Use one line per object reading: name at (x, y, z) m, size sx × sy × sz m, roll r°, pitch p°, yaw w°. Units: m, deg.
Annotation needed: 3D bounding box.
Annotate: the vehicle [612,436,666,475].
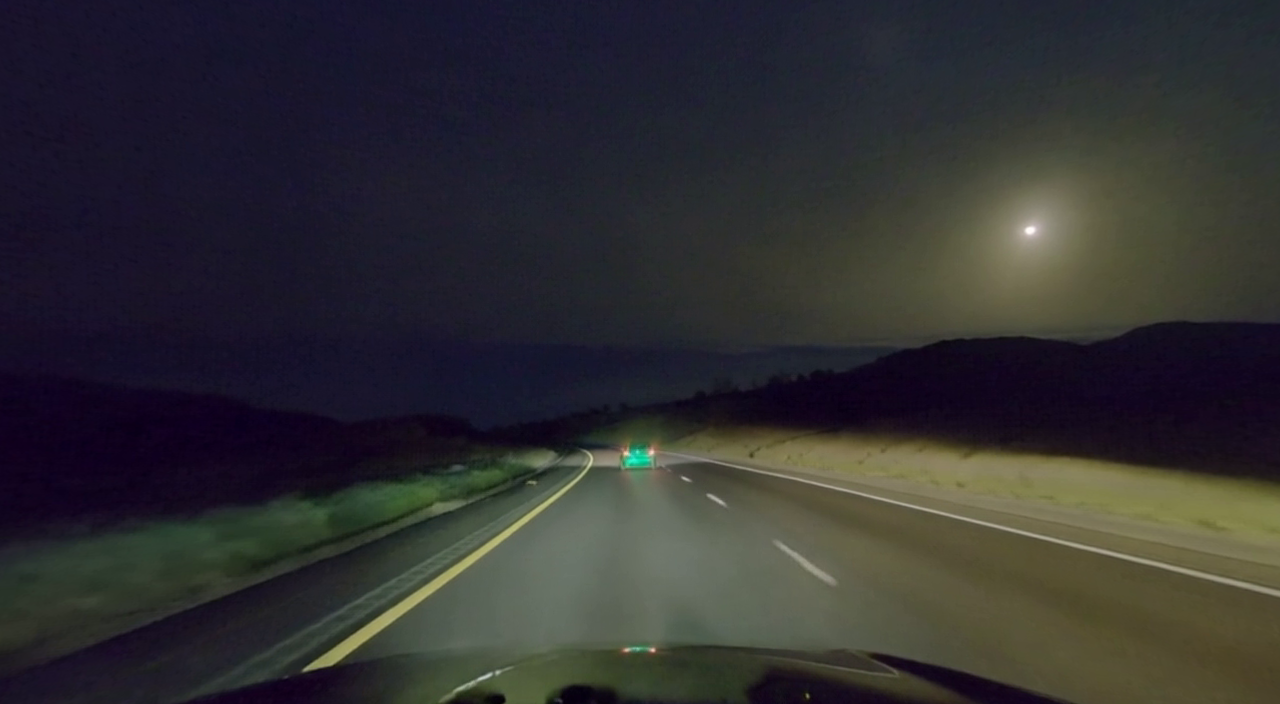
vehicle at (-0.145, 4.263, 26.240) m, size 2.029 × 1.474 × 4.183 m, roll 0°, pitch -8°, yaw -3°
